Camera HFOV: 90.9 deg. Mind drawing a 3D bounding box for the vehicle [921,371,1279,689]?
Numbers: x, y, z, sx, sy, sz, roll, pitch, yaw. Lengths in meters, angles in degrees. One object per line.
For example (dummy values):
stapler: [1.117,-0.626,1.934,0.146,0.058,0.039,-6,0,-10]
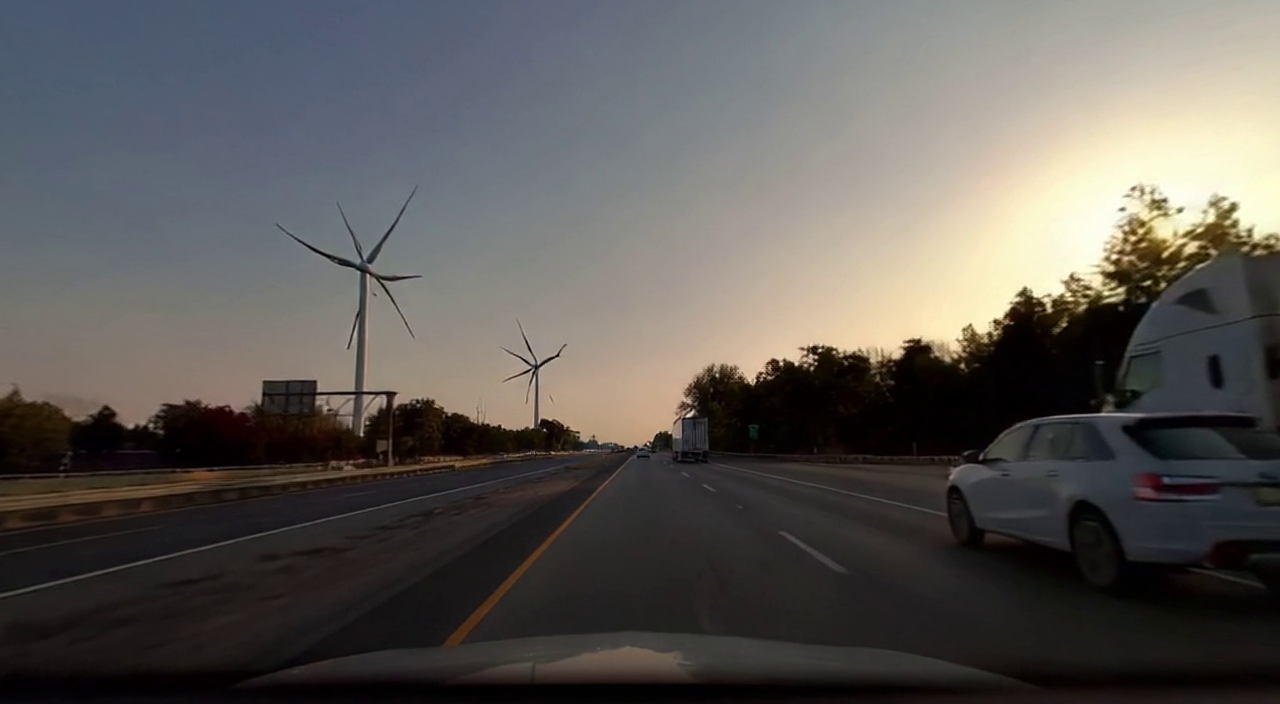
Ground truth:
vehicle: [4.537,1.275,5.382,2.124,1.710,4.540,0,-9,0]
